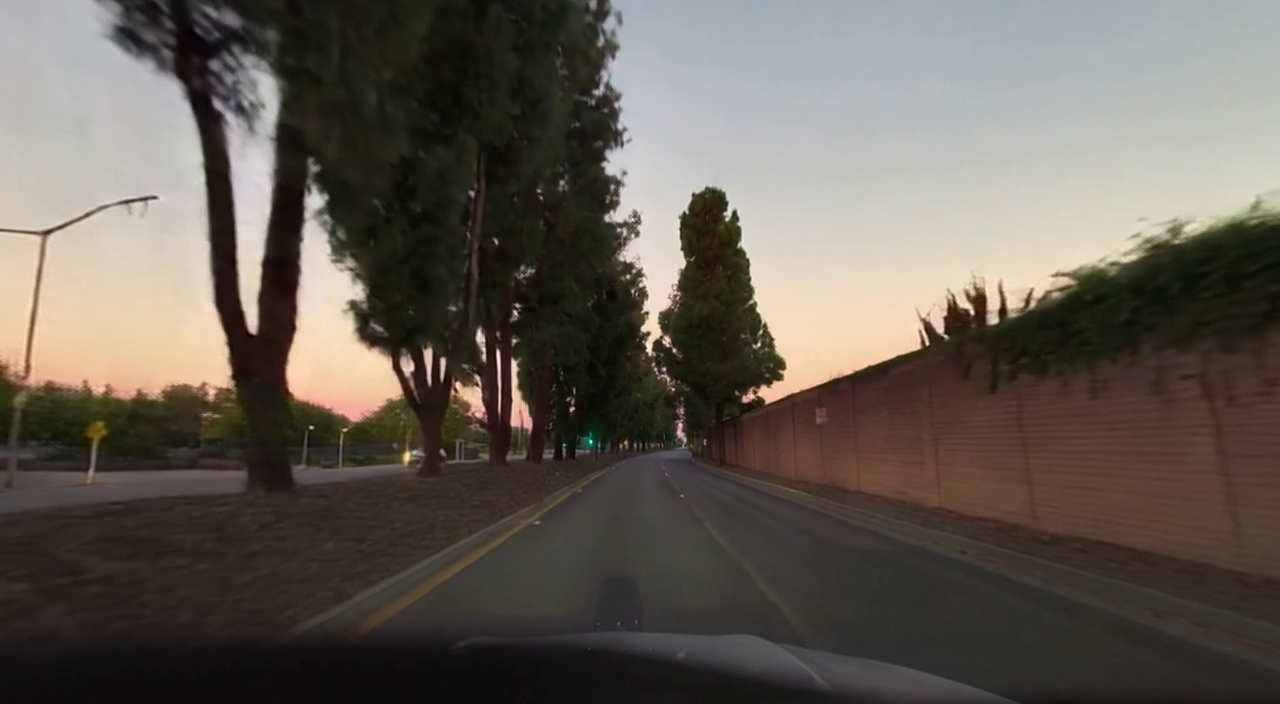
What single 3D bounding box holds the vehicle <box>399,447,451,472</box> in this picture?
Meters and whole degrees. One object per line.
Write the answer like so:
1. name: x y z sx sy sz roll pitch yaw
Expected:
1. vehicle: -14.866 7.434 43.835 1.995 1.630 4.533 0 -9 0
